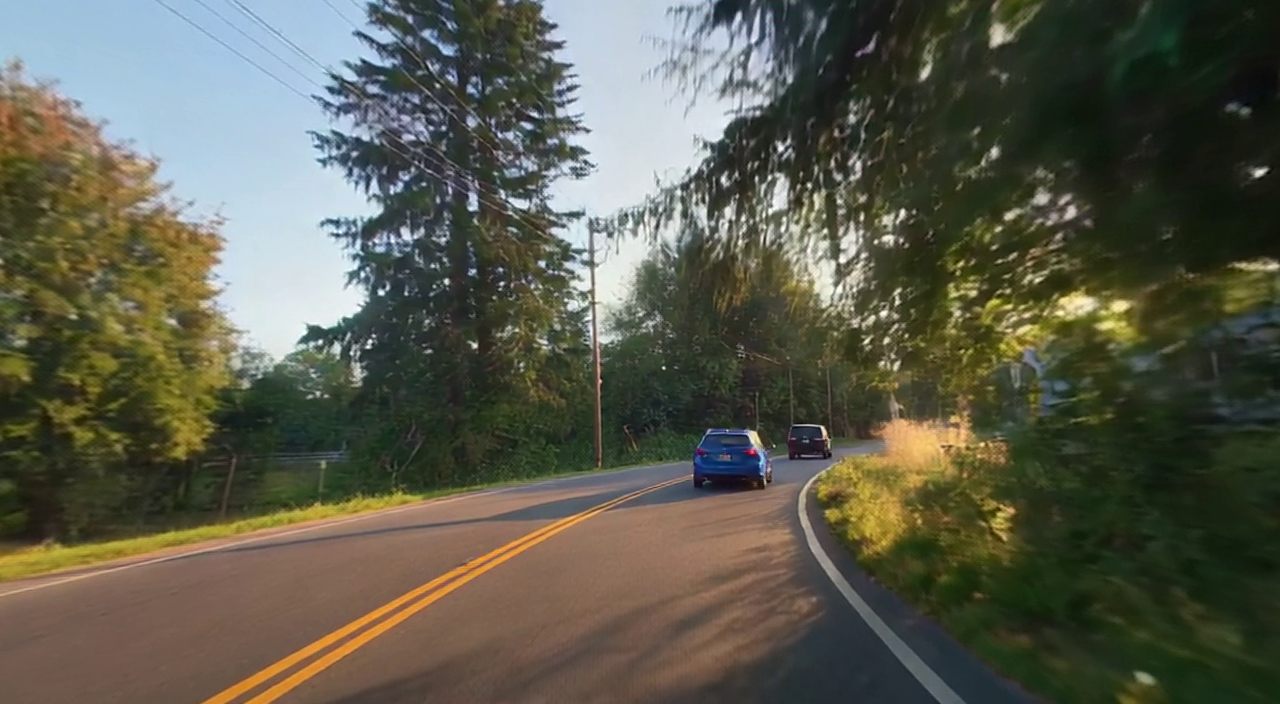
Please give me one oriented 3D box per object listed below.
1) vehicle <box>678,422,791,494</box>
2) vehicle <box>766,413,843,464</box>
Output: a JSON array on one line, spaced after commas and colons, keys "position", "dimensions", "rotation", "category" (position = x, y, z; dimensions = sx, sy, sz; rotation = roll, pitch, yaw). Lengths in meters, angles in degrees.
[{"position": [2.597, 2.701, 16.398], "dimensions": [2.157, 1.565, 4.243], "rotation": [-3, -9, 18], "category": "vehicle"}, {"position": [7.988, 4.149, 30.119], "dimensions": [2.376, 2.145, 5.953], "rotation": [-4, -9, 26], "category": "vehicle"}]
